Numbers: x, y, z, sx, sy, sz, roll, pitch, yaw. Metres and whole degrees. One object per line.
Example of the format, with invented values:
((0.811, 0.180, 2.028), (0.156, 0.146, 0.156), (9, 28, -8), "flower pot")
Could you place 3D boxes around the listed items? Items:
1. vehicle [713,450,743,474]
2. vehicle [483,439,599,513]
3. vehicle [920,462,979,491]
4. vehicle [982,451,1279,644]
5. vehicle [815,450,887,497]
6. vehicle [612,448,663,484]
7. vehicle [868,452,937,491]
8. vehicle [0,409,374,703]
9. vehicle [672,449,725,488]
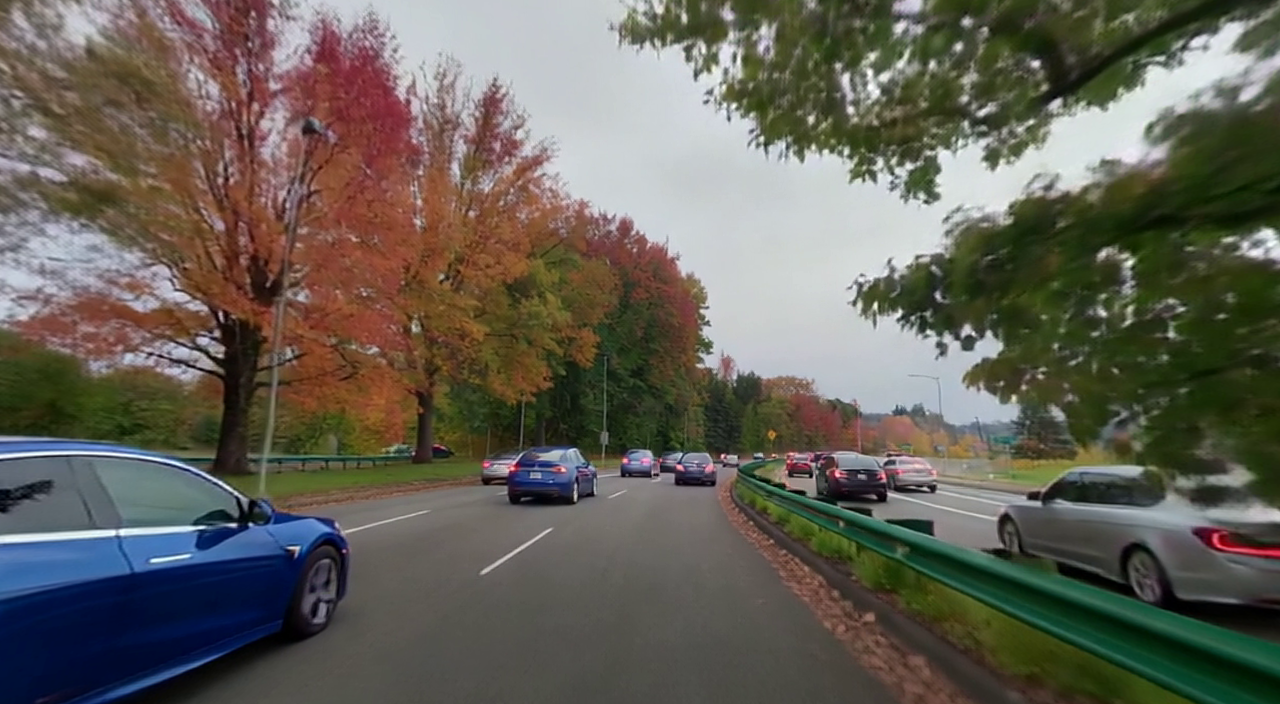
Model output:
((6.610, 8.135, 46.801), (1.977, 1.704, 3.841), (-1, -9, 11), "vehicle")
((-2.431, 3.201, 16.822), (1.979, 1.663, 4.513), (0, -9, 5), "vehicle")
((17.982, 7.212, 36.776), (1.816, 1.481, 4.422), (-1, -9, 9), "vehicle")
((6.139, 1.917, 7.226), (1.869, 1.516, 4.753), (0, -9, 2), "vehicle")
((8.164, 4.699, 24.728), (1.768, 1.634, 4.064), (0, -9, 5), "vehicle")
((-0.039, 5.768, 32.200), (1.930, 1.635, 4.260), (-1, -9, 9), "vehicle")
((13.254, 6.008, 32.122), (2.121, 1.777, 4.755), (-1, -9, 9), "vehicle")
((-3.354, 1.106, 3.297), (1.921, 1.503, 4.317), (0, -9, 2), "vehicle")
((2.610, 4.989, 27.266), (2.015, 1.506, 4.276), (-1, -9, 8), "vehicle")
